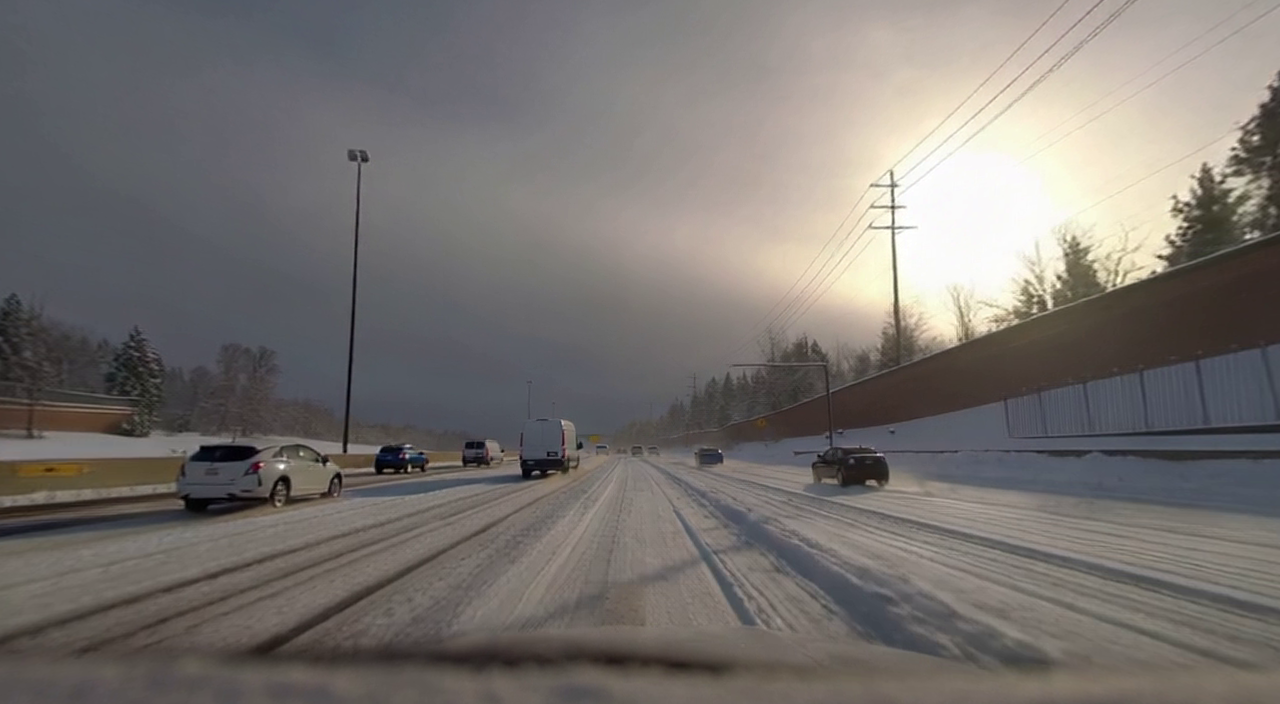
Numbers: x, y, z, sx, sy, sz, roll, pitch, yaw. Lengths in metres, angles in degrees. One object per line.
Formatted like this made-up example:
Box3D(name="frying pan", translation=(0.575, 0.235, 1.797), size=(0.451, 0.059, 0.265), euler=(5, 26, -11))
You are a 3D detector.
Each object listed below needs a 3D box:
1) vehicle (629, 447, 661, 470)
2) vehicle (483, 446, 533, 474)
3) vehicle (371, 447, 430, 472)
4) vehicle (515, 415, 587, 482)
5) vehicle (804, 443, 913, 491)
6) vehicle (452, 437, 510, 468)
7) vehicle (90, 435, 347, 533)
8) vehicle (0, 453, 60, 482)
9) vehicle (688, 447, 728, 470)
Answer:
Box3D(name="vehicle", translation=(0.324, 7.465, 44.409), size=(2.084, 1.492, 4.137), euler=(0, -9, -2))
Box3D(name="vehicle", translation=(-7.514, 6.177, 36.164), size=(1.944, 1.490, 4.442), euler=(0, -9, -1))
Box3D(name="vehicle", translation=(-15.231, 6.855, 40.380), size=(1.937, 1.523, 4.708), euler=(0, -9, 0))
Box3D(name="vehicle", translation=(-3.840, 4.341, 28.427), size=(2.395, 2.660, 5.827), euler=(0, -9, 0))
Box3D(name="vehicle", translation=(7.439, 3.958, 22.013), size=(2.052, 1.470, 4.364), euler=(0, -9, -3))
Box3D(name="vehicle", translation=(-11.655, 7.428, 46.658), size=(2.596, 2.162, 6.328), euler=(0, -9, 0))
Box3D(name="vehicle", translation=(-7.757, 2.443, 12.299), size=(1.967, 1.525, 4.458), euler=(0, -9, -1))
Box3D(name="vehicle", translation=(-33.792, 6.185, 33.780), size=(1.696, 1.466, 3.770), euler=(0, -9, -1))
Box3D(name="vehicle", translation=(4.743, 7.534, 44.747), size=(2.095, 1.504, 4.536), euler=(0, -9, -3))
